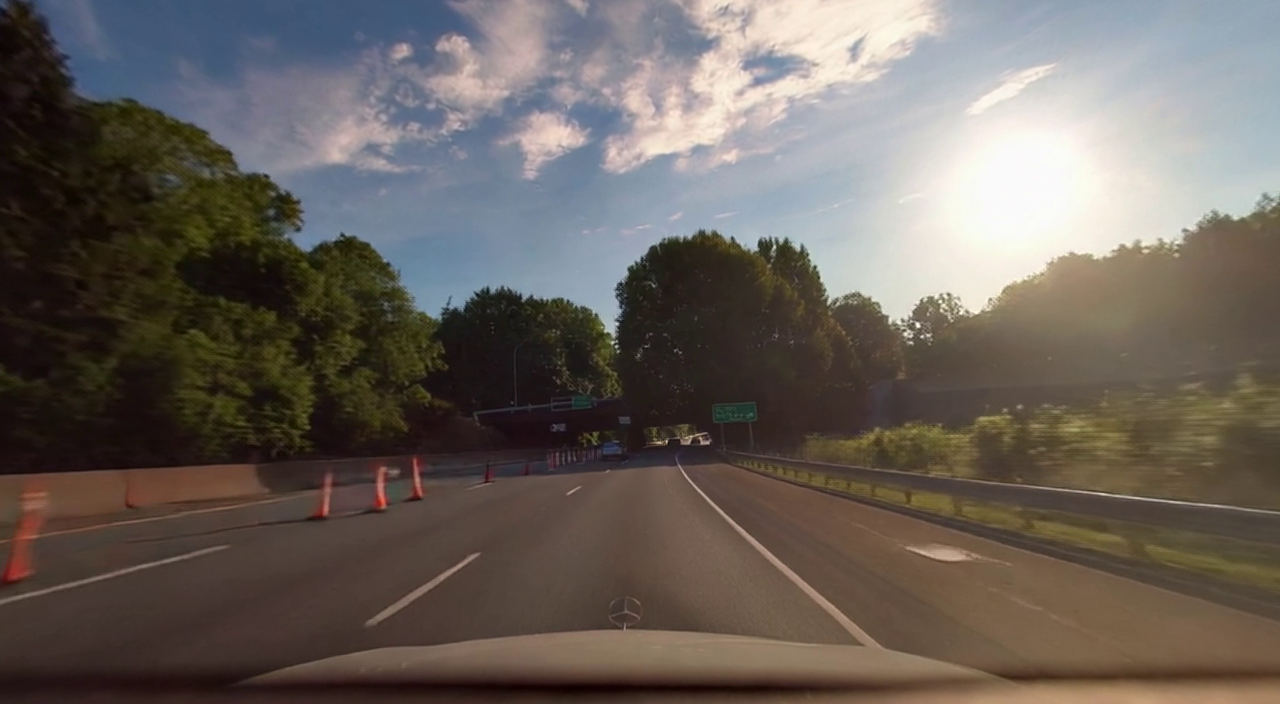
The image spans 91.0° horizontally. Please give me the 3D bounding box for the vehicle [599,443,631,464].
[{"bbox_3d":[-1.794,7.484,46.758,2.118,1.475,4.263,0,-8,2],"label":"vehicle"}]
